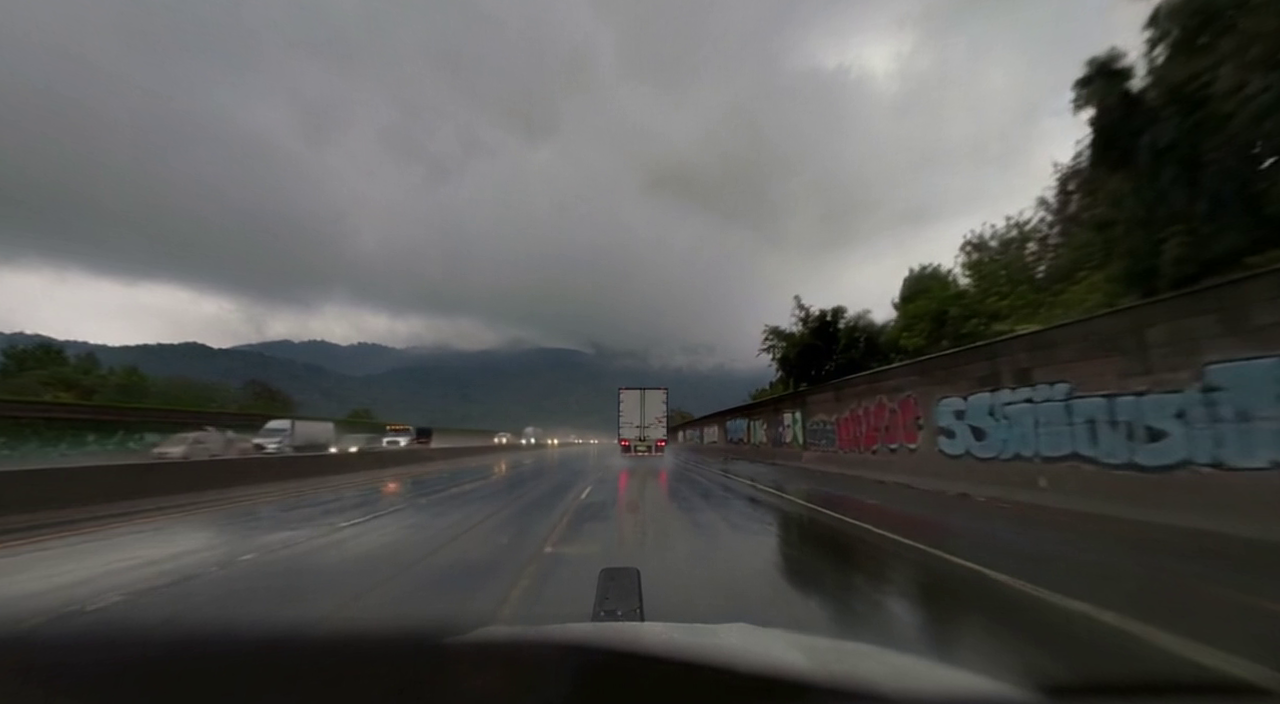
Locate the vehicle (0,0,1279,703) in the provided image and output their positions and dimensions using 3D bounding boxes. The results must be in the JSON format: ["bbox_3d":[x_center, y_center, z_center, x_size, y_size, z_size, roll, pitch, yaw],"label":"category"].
[{"bbox_3d":[-0.089,-0.100,3.972,2.880,3.798,5.927,0,-8,-4],"label":"vehicle"}]
